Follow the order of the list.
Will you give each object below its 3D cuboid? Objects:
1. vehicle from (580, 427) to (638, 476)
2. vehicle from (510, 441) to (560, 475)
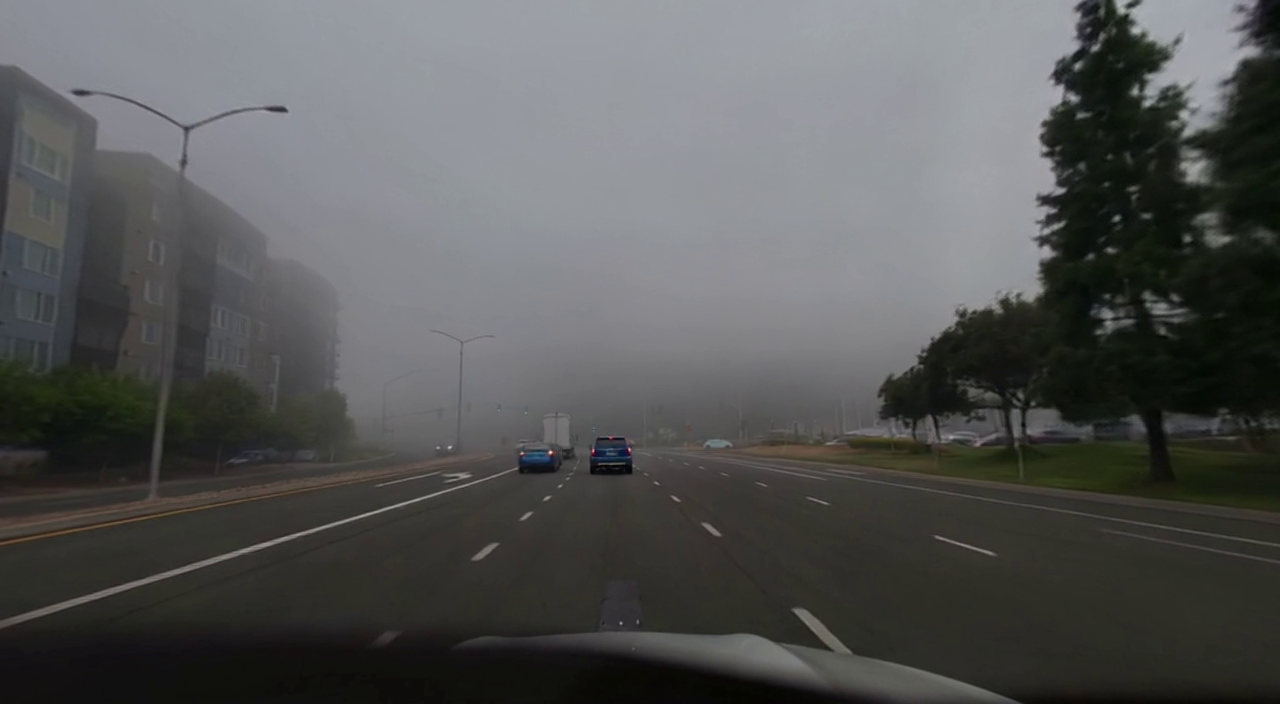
[{"bbox_3d":[-1.364,4.204,26.817,2.260,1.872,4.578,1,-8,-4],"label":"vehicle"},{"bbox_3d":[-4.910,4.986,29.982,1.904,1.460,4.300,0,-8,-4],"label":"vehicle"}]
